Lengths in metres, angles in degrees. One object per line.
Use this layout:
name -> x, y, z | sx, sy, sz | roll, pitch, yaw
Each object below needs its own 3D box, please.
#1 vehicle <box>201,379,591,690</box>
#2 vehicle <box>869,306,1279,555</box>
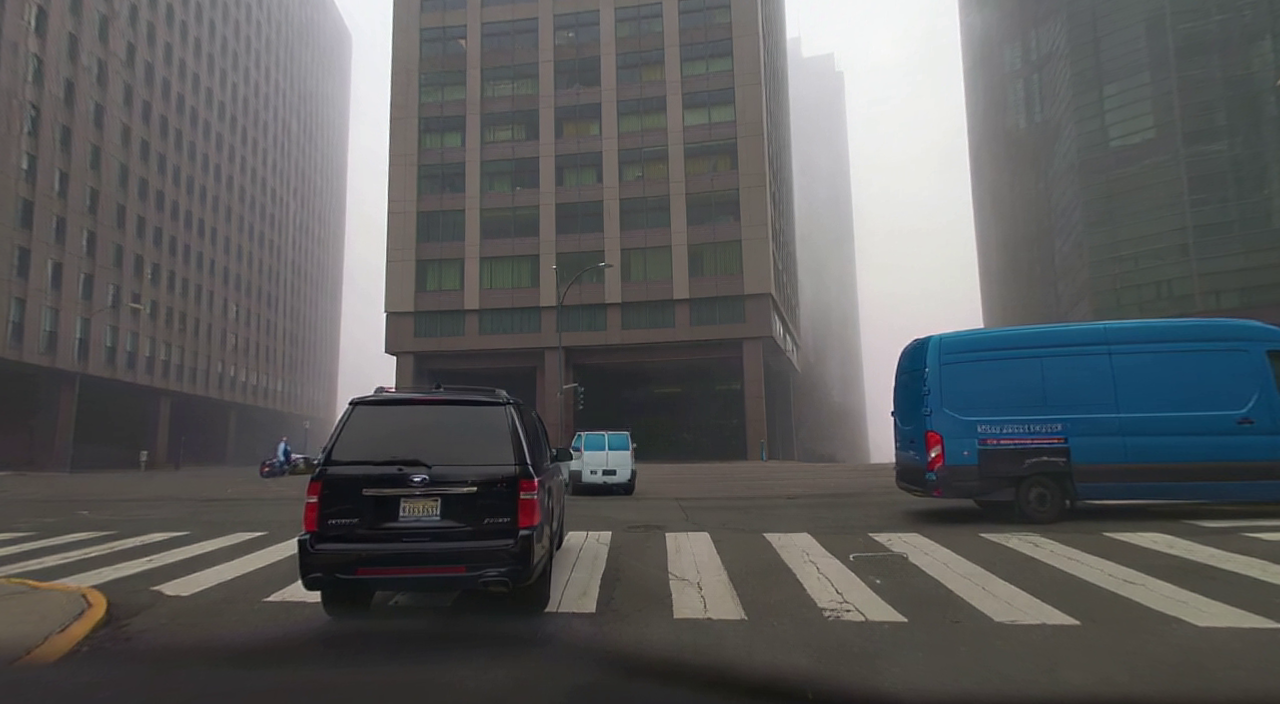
vehicle -> -1.651, 1.337, 5.783 | 2.144, 1.733, 4.115 | 1, -9, -8
vehicle -> 6.974, 1.017, 8.244 | 6.932, 2.753, 2.446 | 0, -8, 1
